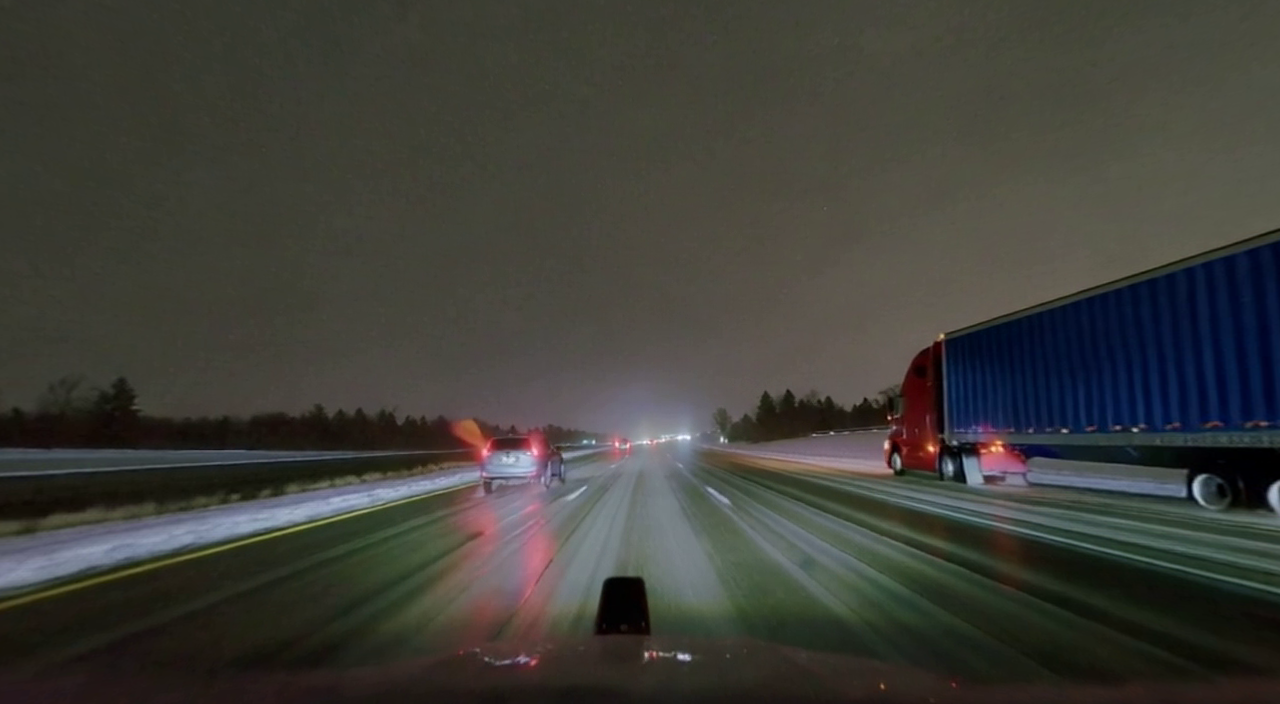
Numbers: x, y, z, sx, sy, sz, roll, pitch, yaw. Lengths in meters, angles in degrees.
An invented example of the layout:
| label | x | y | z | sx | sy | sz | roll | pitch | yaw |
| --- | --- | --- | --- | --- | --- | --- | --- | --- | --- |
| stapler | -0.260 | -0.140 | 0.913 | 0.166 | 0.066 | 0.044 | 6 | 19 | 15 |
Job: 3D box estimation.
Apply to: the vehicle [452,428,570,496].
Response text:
| label | x | y | z | sx | sy | sz | roll | pitch | yaw |
| --- | --- | --- | --- | --- | --- | --- | --- | --- | --- |
| vehicle | -3.312 | 2.946 | 17.272 | 2.053 | 1.587 | 4.855 | 0 | -8 | 2 |
